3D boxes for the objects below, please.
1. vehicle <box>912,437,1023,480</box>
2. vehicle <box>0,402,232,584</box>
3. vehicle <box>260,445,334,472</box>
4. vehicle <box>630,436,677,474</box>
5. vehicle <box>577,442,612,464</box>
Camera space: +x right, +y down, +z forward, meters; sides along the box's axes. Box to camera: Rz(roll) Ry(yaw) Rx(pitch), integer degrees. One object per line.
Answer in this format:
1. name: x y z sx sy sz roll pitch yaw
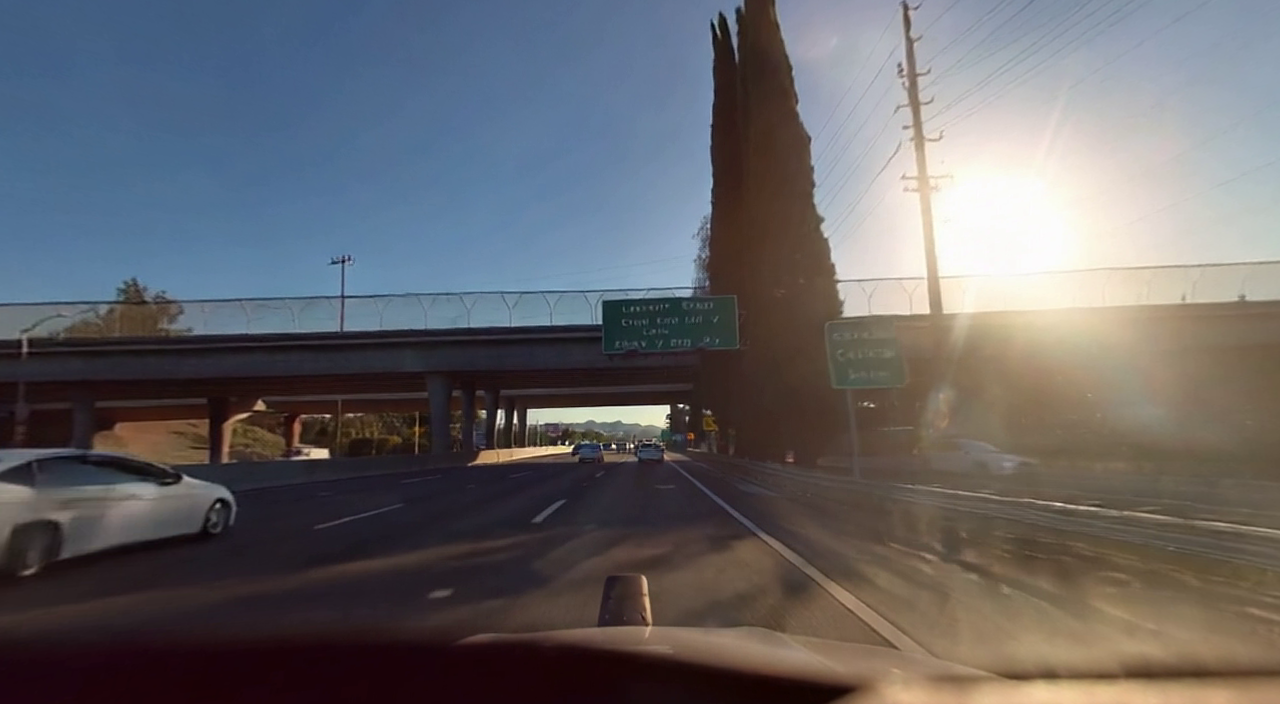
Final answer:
1. vehicle: 13.790 4.484 26.891 2.009 1.675 4.196 1 -8 -8
2. vehicle: -7.314 1.531 7.223 2.090 1.765 4.612 0 -8 1
3. vehicle: -20.711 6.423 38.279 1.896 1.547 4.498 0 -8 1
4. vehicle: 0.606 5.019 31.007 2.152 1.697 4.066 0 -8 0
5. vehicle: -3.182 7.145 44.701 2.056 1.464 4.564 0 -8 1
